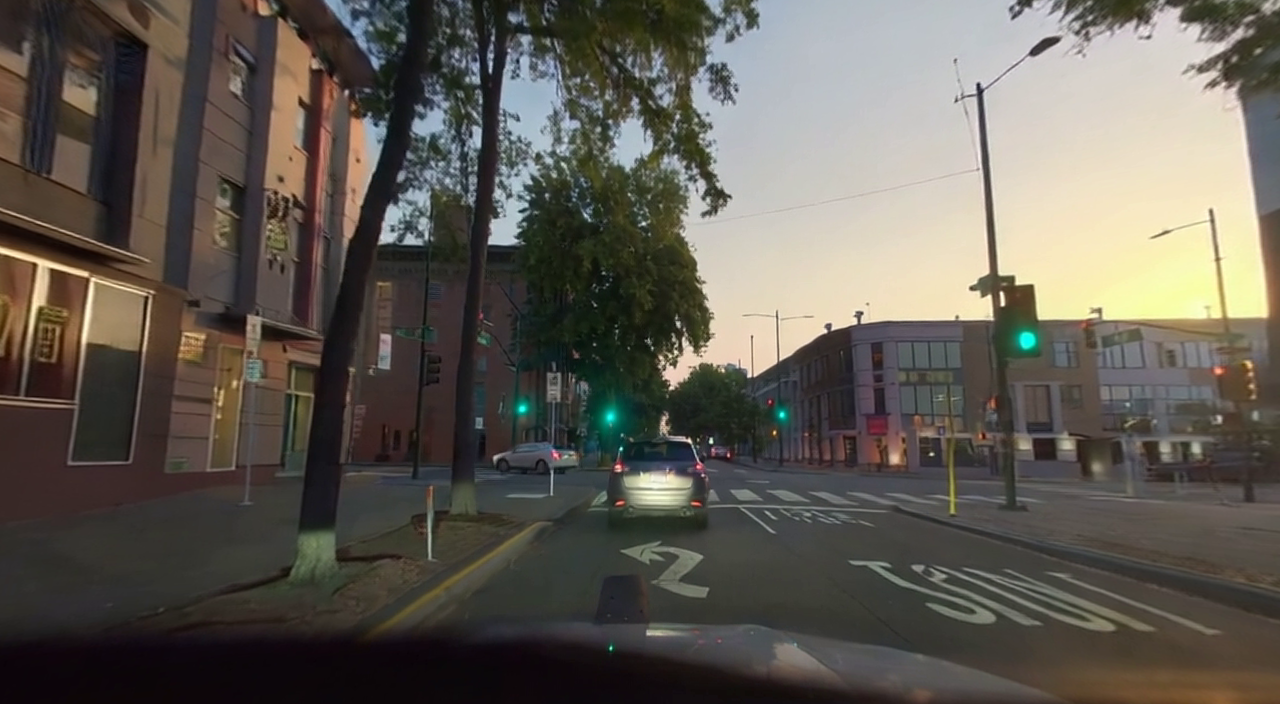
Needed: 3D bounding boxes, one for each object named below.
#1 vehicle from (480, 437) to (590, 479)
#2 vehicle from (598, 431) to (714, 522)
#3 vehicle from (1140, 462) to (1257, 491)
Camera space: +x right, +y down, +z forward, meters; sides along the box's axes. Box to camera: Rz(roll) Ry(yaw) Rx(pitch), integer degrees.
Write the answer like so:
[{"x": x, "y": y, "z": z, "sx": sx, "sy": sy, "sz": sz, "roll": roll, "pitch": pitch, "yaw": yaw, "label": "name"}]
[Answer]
[{"x": -4.235, "y": 4.192, "z": 25.073, "sx": 4.282, "sy": 1.519, "sz": 2.077, "roll": -8, "pitch": -12, "yaw": 41, "label": "vehicle"}, {"x": 0.378, "y": 2.546, "z": 13.342, "sx": 2.079, "sy": 1.621, "sz": 3.861, "roll": -1, "pitch": -9, "yaw": 3, "label": "vehicle"}, {"x": 30.533, "y": 6.793, "z": 34.541, "sx": 4.668, "sy": 1.441, "sz": 1.904, "roll": 0, "pitch": -9, "yaw": -4, "label": "vehicle"}]
